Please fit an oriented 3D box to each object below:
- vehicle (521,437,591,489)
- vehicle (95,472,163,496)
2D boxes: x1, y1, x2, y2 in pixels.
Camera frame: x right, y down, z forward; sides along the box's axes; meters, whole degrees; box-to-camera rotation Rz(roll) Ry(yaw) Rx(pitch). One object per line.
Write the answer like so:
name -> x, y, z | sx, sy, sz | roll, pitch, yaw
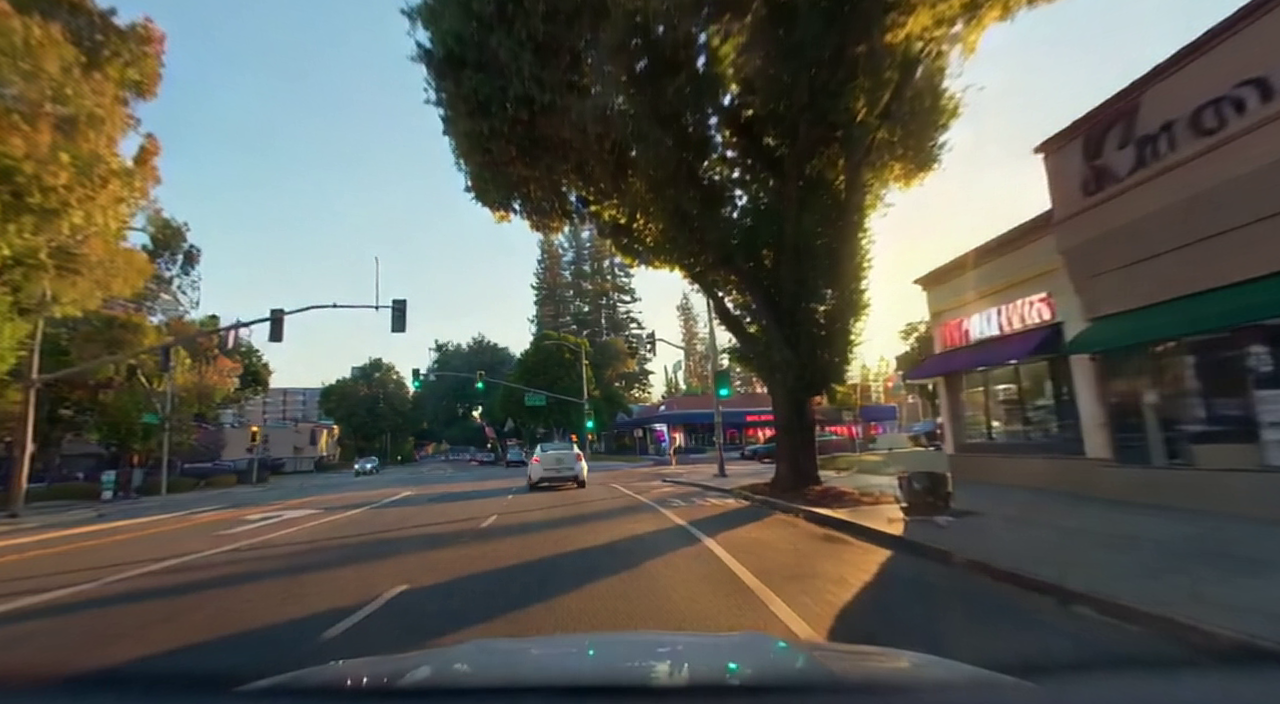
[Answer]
vehicle -> -3.199, 4.069, 23.417 | 2.227, 1.733, 3.930 | 2, -9, -12
vehicle -> -37.740, 9.763, 46.774 | 2.004, 1.479, 4.230 | 2, -9, -10
